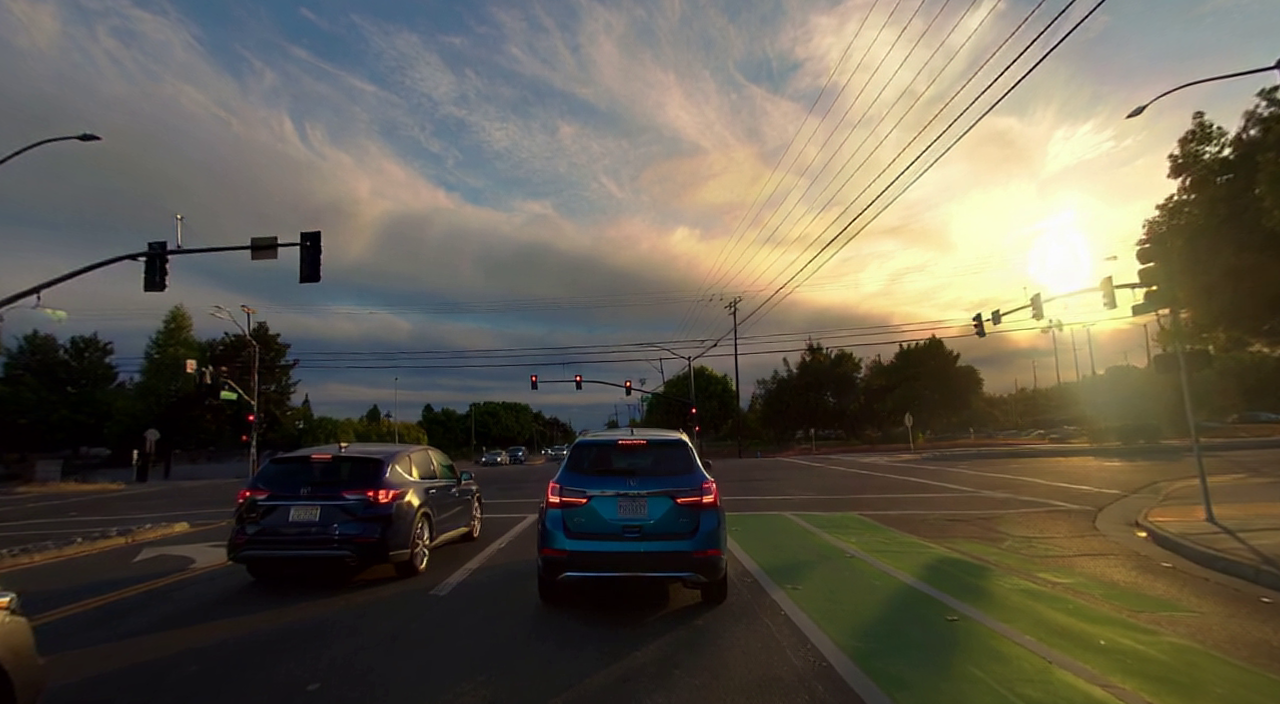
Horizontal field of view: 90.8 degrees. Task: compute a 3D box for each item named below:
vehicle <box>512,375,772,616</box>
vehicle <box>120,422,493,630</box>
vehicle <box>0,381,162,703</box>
[{"bbox_3d":[-0.017,1.564,7.656,2.036,1.885,5.196,0,-10,-1],"label":"vehicle"},{"bbox_3d":[-2.927,1.609,6.657,1.726,1.506,3.840,0,-10,1],"label":"vehicle"},{"bbox_3d":[-3.475,0.591,0.451,2.138,1.488,5.327,0,-8,0],"label":"vehicle"}]
